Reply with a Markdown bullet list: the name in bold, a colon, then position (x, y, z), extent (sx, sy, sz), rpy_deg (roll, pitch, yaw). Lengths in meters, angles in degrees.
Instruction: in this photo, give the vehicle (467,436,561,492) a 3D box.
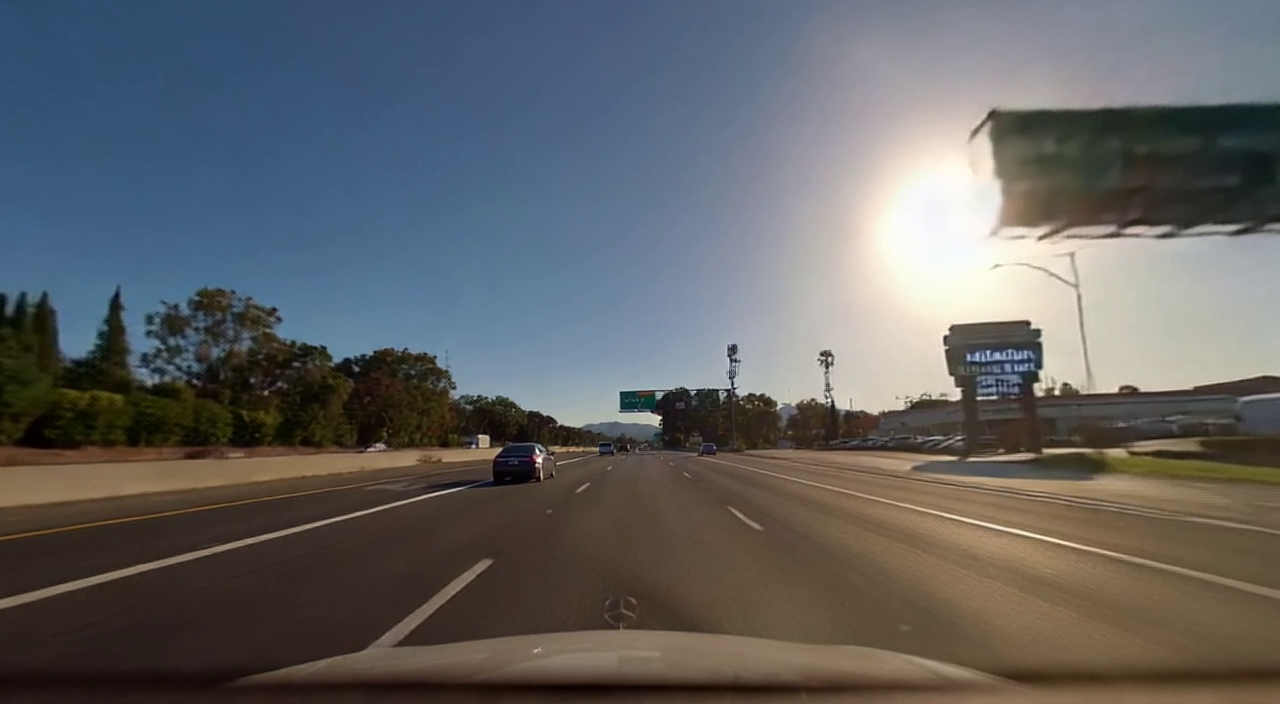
- **vehicle**: position (-3.670, 3.343, 19.224), extent (1.939, 1.508, 4.272), rpy_deg (0, -8, 1)
